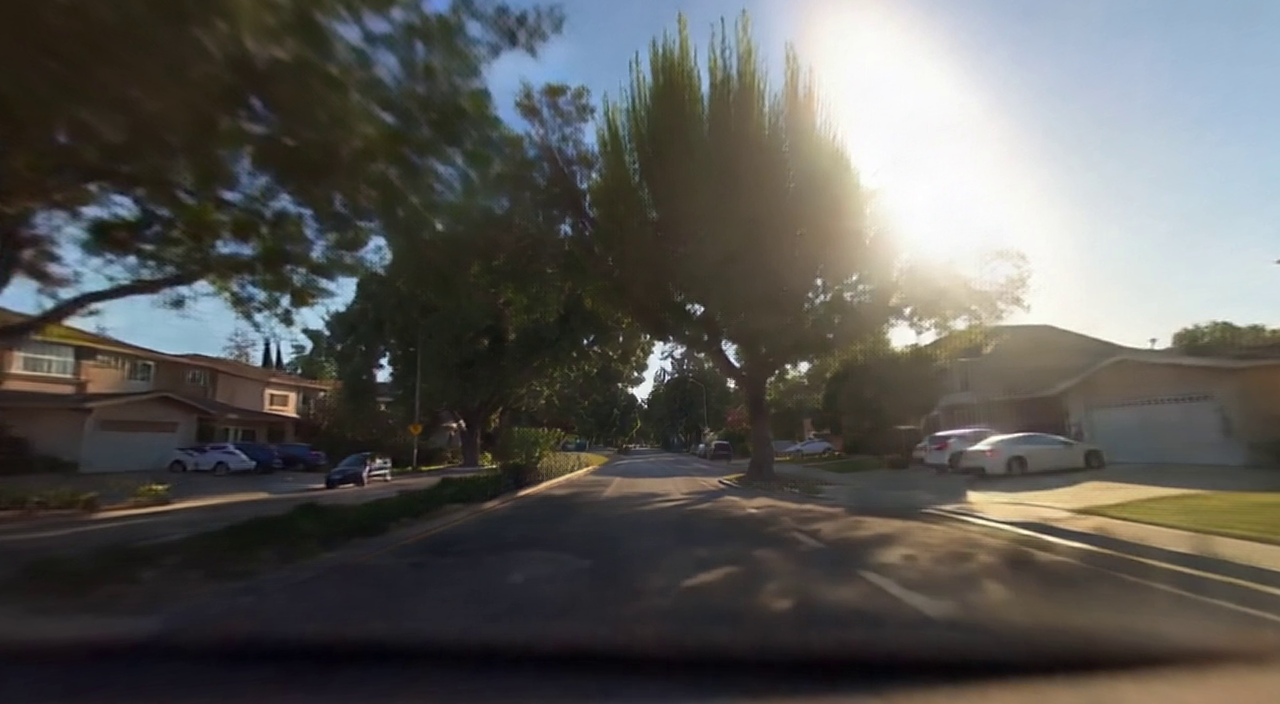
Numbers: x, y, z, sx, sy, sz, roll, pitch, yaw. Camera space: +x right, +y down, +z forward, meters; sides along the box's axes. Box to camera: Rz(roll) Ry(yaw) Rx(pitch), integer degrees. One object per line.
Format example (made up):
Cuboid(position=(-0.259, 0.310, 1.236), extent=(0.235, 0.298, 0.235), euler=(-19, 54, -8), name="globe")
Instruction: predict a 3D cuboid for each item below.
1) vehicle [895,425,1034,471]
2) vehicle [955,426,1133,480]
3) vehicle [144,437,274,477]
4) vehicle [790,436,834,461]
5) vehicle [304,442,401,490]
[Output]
Cuboid(position=(13.966, 4.177, 27.461), extent=(4.763, 1.816, 2.227), euler=(-2, -9, 2), name="vehicle")
Cuboid(position=(14.089, 3.568, 22.291), extent=(4.775, 1.524, 1.983), euler=(-4, -9, 3), name="vehicle")
Cuboid(position=(-21.251, 5.181, 31.328), extent=(4.830, 1.857, 2.183), euler=(0, -9, 2), name="vehicle")
Cuboid(position=(13.309, 7.532, 49.151), extent=(1.978, 1.738, 4.734), euler=(-2, -9, -1), name="vehicle")
Cuboid(position=(-11.456, 4.569, 25.527), extent=(2.020, 1.691, 4.308), euler=(-1, -10, -2), name="vehicle")
